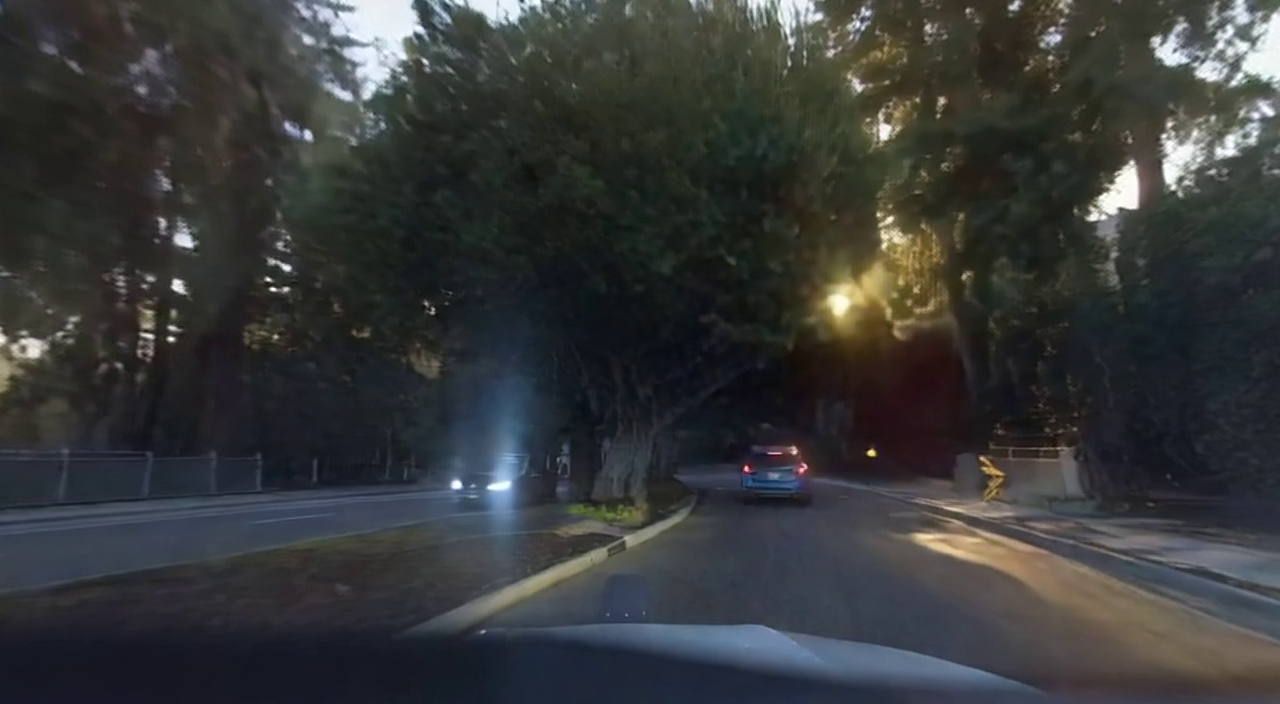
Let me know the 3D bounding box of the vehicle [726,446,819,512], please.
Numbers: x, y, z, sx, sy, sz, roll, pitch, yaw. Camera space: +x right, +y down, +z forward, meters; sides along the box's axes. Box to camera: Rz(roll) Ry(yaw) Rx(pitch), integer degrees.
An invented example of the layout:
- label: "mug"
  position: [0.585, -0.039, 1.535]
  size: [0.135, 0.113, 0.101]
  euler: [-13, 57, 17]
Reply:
- label: "vehicle"
  position: [3.590, 3.369, 17.226]
  size: [2.148, 1.521, 4.089]
  euler: [-2, -8, 11]

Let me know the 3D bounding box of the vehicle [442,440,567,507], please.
- label: "vehicle"
  position: [-4.327, 3.970, 21.225]
  size: [2.150, 1.927, 5.209]
  euler: [-2, -8, 12]
